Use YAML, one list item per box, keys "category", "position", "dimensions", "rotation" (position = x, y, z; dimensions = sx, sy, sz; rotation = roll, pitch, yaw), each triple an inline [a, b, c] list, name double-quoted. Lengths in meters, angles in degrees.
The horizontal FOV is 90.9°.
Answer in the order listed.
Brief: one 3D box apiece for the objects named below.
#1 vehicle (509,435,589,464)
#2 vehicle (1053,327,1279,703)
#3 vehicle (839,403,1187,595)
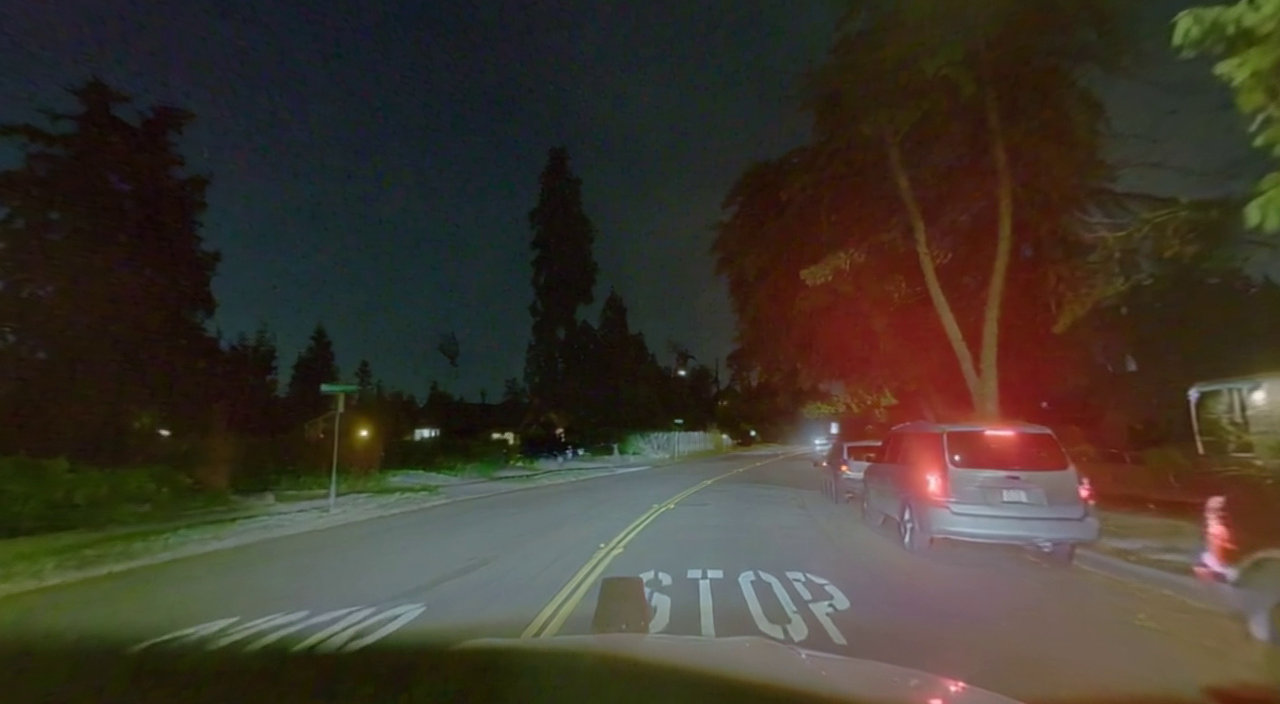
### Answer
- category: "vehicle"
  position: [-5.968, 6.428, 41.443]
  dimensions: [4.870, 1.813, 1.910]
  rotation: [-3, -9, 15]
- category: "vehicle"
  position: [3.301, 0.561, 0.729]
  dimensions: [2.692, 1.649, 4.689]
  rotation: [-1, -9, 4]
- category: "vehicle"
  position: [4.190, 1.708, 8.292]
  dimensions: [2.303, 1.733, 4.687]
  rotation: [-2, -9, 9]
